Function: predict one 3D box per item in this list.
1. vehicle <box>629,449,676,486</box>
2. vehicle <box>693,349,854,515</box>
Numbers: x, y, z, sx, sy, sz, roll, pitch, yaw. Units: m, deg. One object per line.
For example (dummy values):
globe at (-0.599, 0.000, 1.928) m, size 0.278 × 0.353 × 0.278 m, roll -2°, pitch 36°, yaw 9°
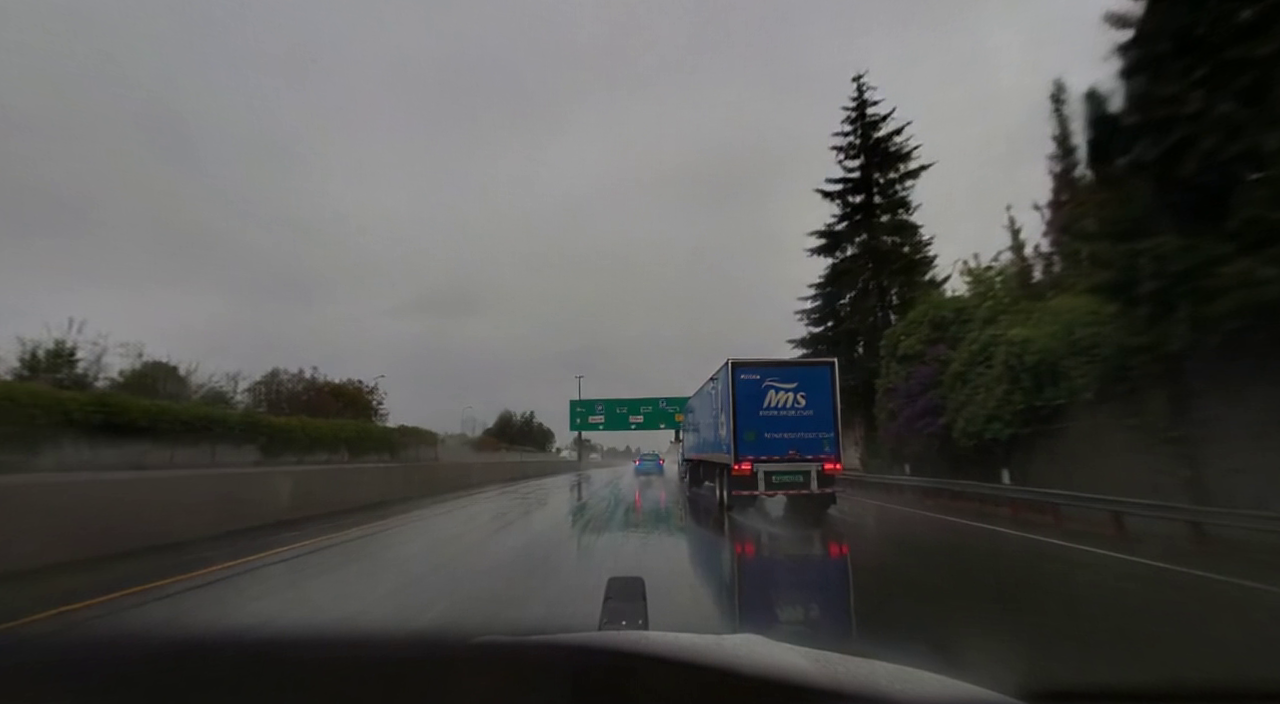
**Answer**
vehicle at (0.584, 5.513, 30.306) m, size 2.121 × 1.642 × 3.828 m, roll 0°, pitch -9°, yaw 1°
vehicle at (3.889, 3.053, 22.787) m, size 3.002 × 4.104 × 14.174 m, roll 0°, pitch -9°, yaw 1°
